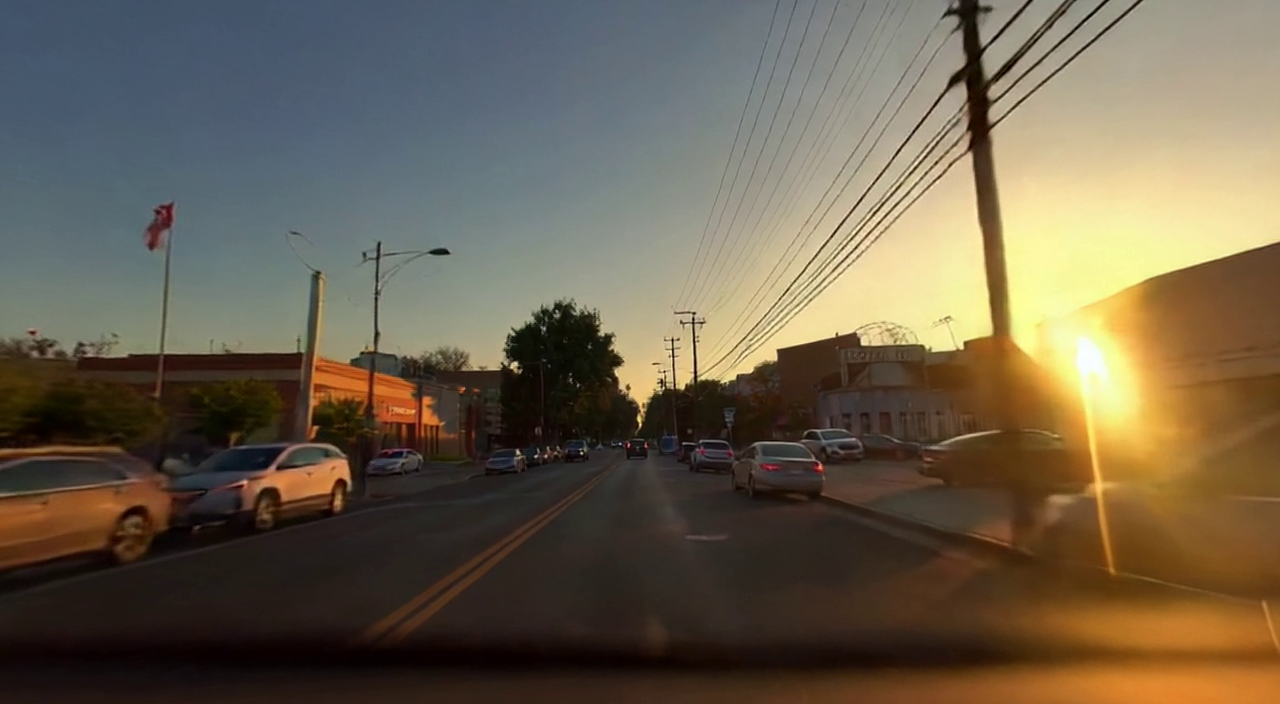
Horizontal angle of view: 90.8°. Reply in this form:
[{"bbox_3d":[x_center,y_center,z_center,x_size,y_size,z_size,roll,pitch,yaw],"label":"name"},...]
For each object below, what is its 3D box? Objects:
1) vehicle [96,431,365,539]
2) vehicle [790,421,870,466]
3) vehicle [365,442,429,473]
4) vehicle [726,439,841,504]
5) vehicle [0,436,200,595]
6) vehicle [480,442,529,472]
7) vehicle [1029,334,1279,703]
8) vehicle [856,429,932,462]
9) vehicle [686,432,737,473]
[{"bbox_3d":[-8.292,2.728,13.748,1.986,1.831,5.678,0,-9,1],"label":"vehicle"},{"bbox_3d":[8.956,4.358,30.277,2.178,1.884,4.825,-2,-8,-1],"label":"vehicle"},{"bbox_3d":[-14.856,6.501,39.025,1.969,1.741,5.148,0,-9,-1],"label":"vehicle"},{"bbox_3d":[3.531,3.015,16.503,1.866,1.439,4.482,0,-8,-1],"label":"vehicle"},{"bbox_3d":[-8.442,1.999,8.091,2.045,1.820,4.858,0,-7,1],"label":"vehicle"},{"bbox_3d":[-8.463,6.610,40.025,2.113,1.665,5.062,0,-7,-2],"label":"vehicle"},{"bbox_3d":[3.570,0.687,1.590,2.088,1.765,4.704,0,-8,-1],"label":"vehicle"},{"bbox_3d":[12.049,4.446,30.306,1.824,1.450,4.265,0,-7,-1],"label":"vehicle"},{"bbox_3d":[3.420,4.944,31.031,2.025,1.843,4.883,-1,-9,1],"label":"vehicle"}]
